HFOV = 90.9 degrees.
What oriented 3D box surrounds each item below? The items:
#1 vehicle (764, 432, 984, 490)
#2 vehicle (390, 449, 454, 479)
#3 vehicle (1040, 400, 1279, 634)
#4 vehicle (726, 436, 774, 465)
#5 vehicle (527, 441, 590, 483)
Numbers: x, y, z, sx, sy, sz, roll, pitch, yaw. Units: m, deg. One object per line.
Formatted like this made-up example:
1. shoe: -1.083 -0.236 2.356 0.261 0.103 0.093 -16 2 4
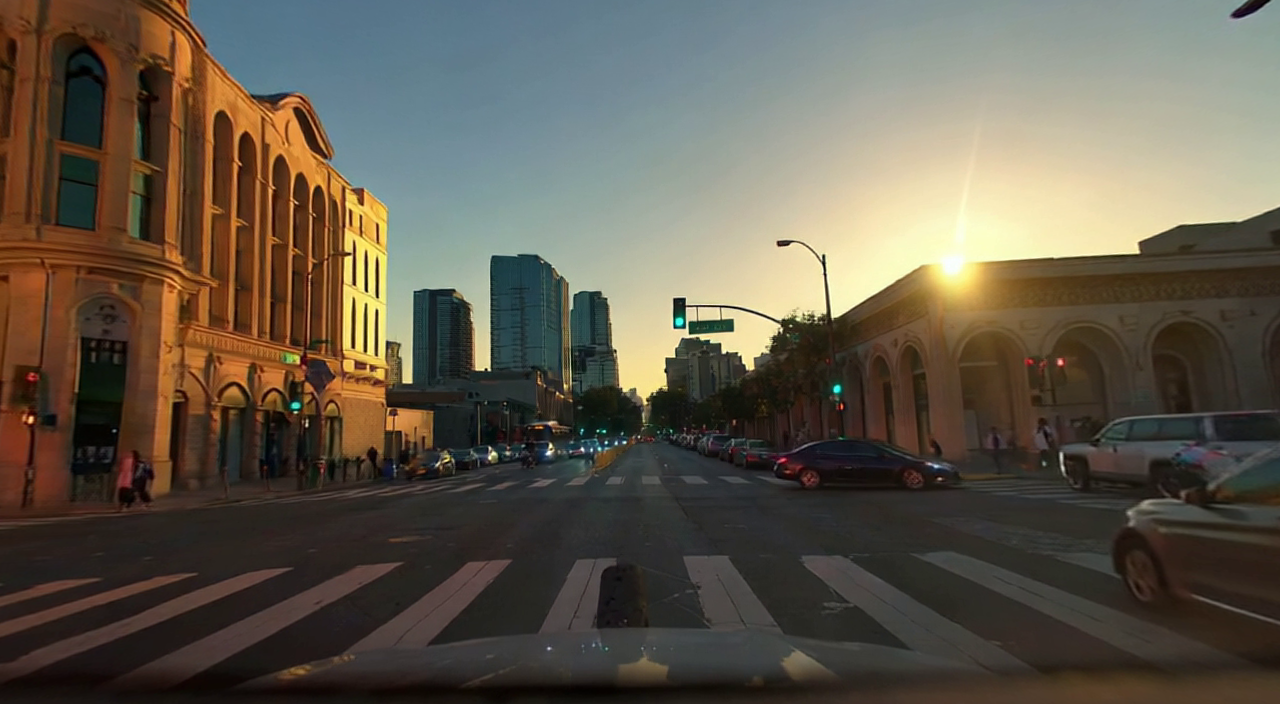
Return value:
1. vehicle: 6.202 2.977 17.440 5.388 1.465 2.050 -2 -9 11
2. vehicle: -11.924 6.114 34.799 1.998 1.505 4.405 0 -8 0
3. vehicle: 5.140 1.112 4.352 1.912 1.505 4.889 -1 -8 5
4. vehicle: 6.252 5.648 36.308 1.926 1.574 3.961 0 -8 -2
5. vehicle: -2.957 4.087 23.728 1.904 1.402 4.759 0 -8 -2
